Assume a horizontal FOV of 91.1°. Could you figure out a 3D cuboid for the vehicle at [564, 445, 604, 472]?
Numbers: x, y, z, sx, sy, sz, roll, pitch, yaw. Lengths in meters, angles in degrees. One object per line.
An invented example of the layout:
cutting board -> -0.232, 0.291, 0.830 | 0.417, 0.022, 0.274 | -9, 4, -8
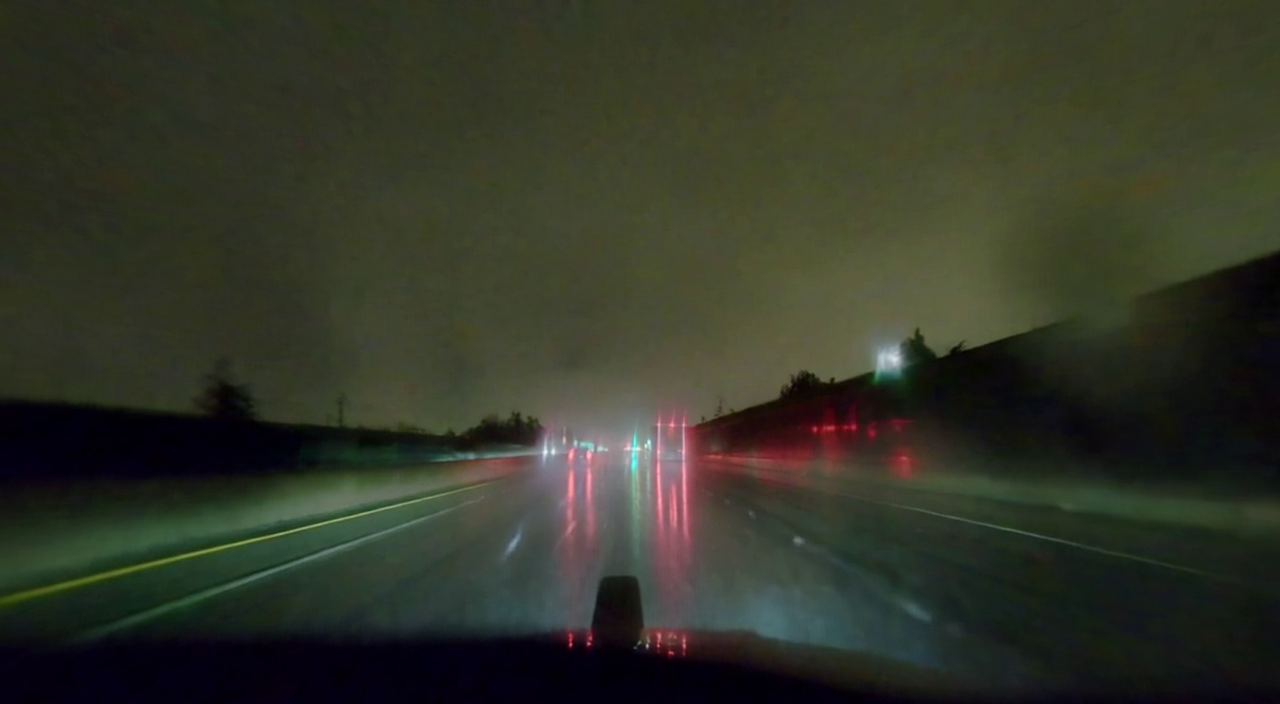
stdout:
vehicle -> -3.322, 6.472, 38.265 | 2.100, 1.525, 4.179 | 0, -9, 0
